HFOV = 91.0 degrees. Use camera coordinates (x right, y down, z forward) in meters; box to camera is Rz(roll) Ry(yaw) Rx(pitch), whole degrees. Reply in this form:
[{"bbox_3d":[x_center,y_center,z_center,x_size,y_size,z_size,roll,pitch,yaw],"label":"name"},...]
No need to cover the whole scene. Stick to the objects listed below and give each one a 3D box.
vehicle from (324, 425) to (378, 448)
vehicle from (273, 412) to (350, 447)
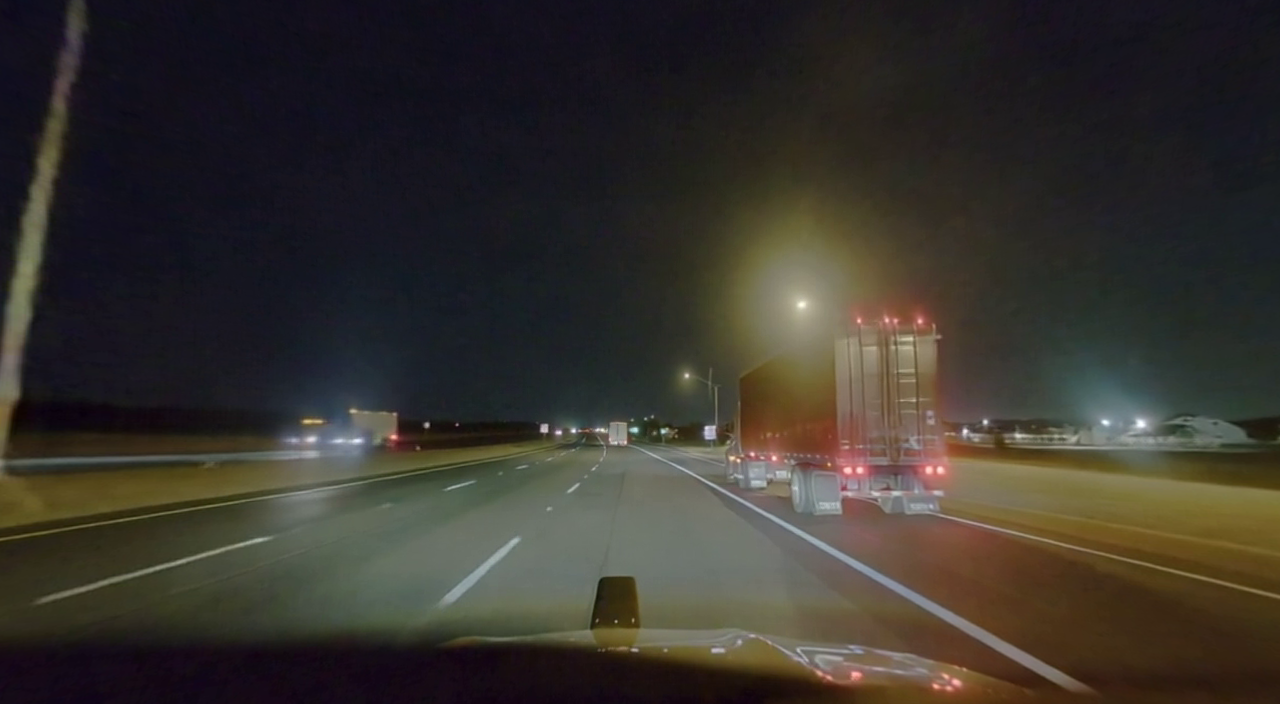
[{"bbox_3d":[-20.487,6.046,44.862,1.857,1.500,4.421,0,-8,-2],"label":"vehicle"},{"bbox_3d":[-24.270,5.848,46.831,2.494,2.385,6.191,0,-8,-1],"label":"vehicle"}]
